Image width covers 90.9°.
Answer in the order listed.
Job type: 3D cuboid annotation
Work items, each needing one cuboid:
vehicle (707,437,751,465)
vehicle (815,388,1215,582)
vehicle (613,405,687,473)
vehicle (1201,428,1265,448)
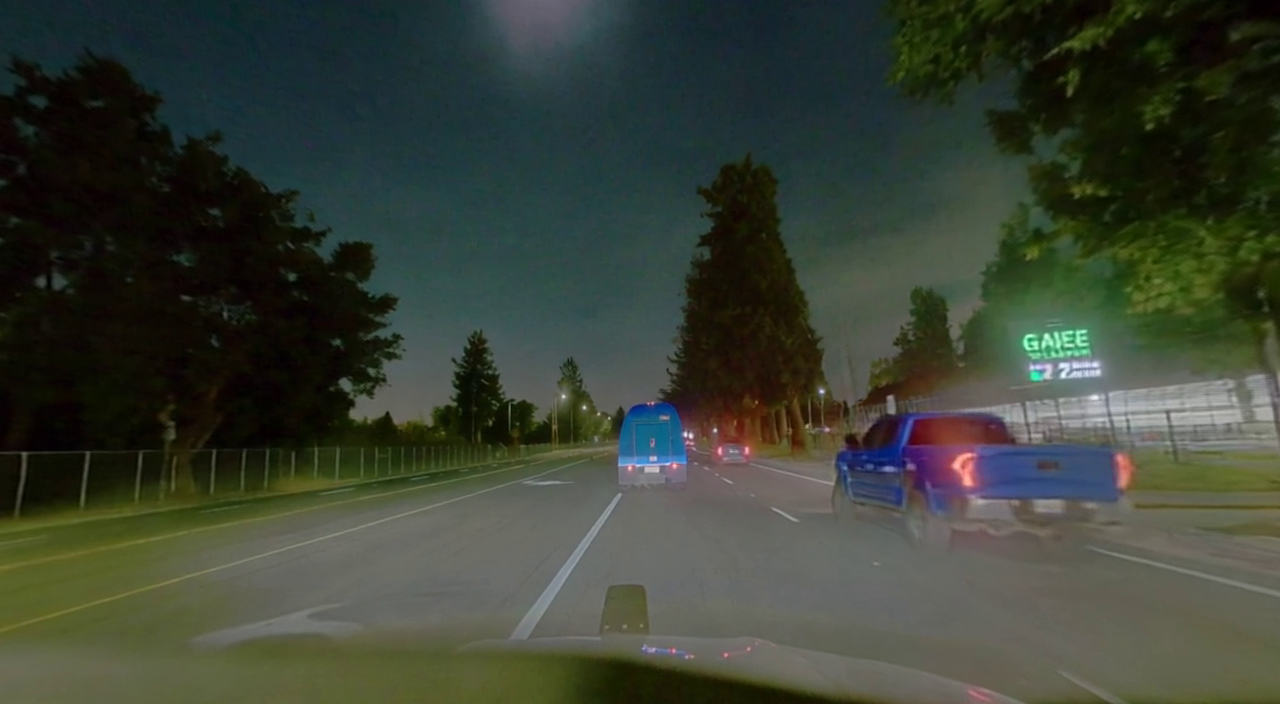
[{"bbox_3d":[5.449,6.152,39.299,2.076,1.661,4.524,0,-8,0],"label":"vehicle"},{"bbox_3d":[4.325,1.648,8.682,2.375,1.857,5.100,0,-8,0],"label":"vehicle"},{"bbox_3d":[0.547,4.305,31.091,3.197,2.963,7.055,0,-8,2],"label":"vehicle"},{"bbox_3d":[44.769,6.485,47.679,1.664,1.434,3.771,-3,-8,11],"label":"vehicle"}]
